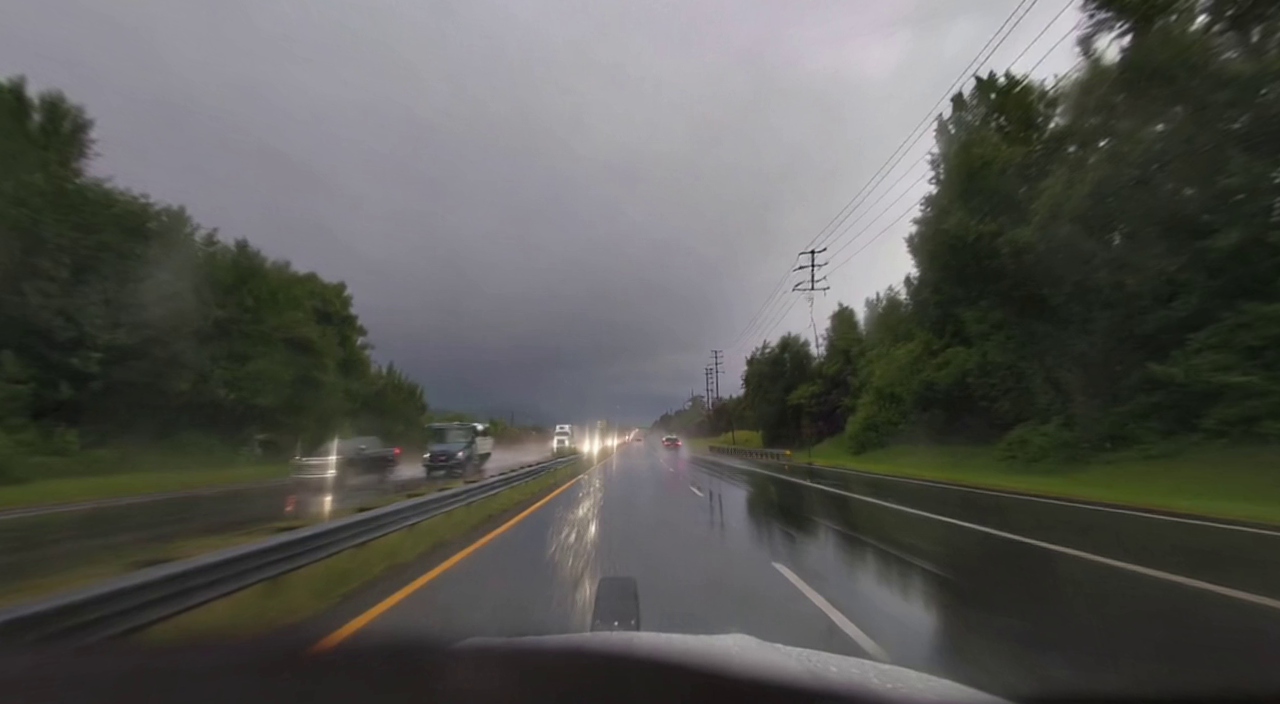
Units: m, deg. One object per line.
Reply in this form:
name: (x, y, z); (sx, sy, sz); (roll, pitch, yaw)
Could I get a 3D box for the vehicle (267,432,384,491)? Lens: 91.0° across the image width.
vehicle: (-11.119, 3.882, 22.684); (1.922, 1.863, 4.506); (0, -8, -1)

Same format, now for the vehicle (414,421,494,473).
vehicle: (-7.723, 3.983, 26.599); (1.994, 1.985, 4.524); (-1, -8, 0)
